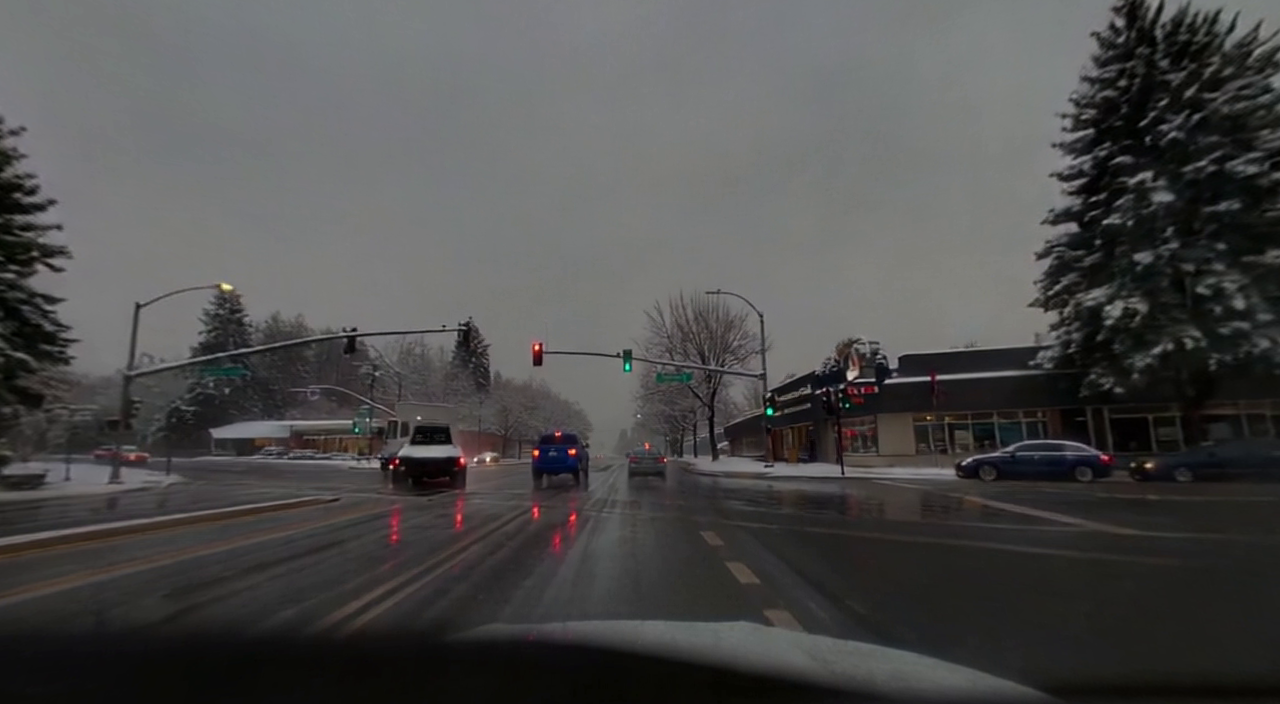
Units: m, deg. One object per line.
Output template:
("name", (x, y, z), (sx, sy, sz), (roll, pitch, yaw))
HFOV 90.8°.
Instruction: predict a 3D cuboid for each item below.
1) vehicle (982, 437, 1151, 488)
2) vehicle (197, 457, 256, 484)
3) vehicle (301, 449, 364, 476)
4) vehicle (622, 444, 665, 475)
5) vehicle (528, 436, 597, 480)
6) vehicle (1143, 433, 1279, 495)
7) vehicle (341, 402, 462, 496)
("vehicle", (14.149, 3.656, 21.181), (4.406, 1.512, 1.935), (-6, -10, 35))
("vehicle", (-25.285, 7.172, 38.553), (4.432, 1.480, 1.915), (-8, -12, 43))
("vehicle", (-22.402, 7.950, 45.909), (5.425, 1.787, 2.191), (-8, -12, 43))
("vehicle", (0.181, 5.551, 32.907), (2.103, 1.487, 4.101), (0, -9, 0))
("vehicle", (-3.350, 4.759, 28.611), (2.464, 1.777, 5.128), (0, -9, 0))
("vehicle", (15.720, 2.807, 15.942), (4.520, 1.455, 1.968), (-6, -11, 35))
("vehicle", (-7.533, 3.143, 20.611), (2.507, 2.667, 4.567), (1, -9, -6))
